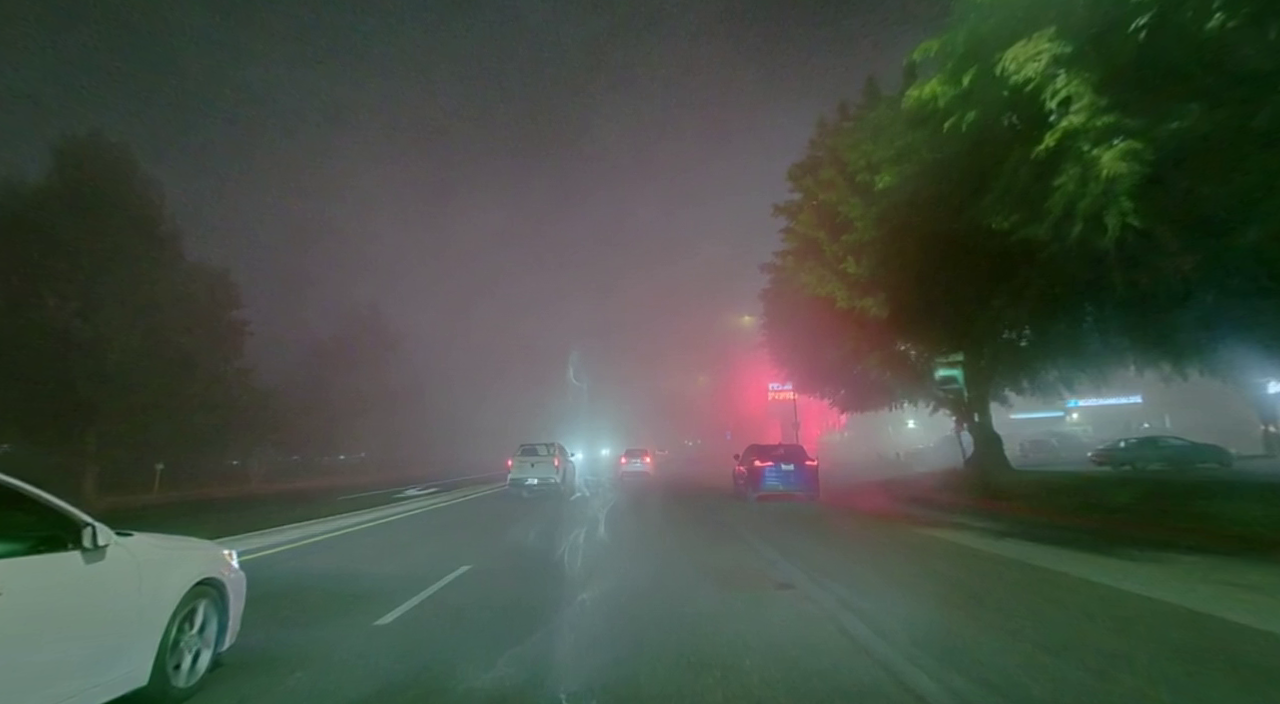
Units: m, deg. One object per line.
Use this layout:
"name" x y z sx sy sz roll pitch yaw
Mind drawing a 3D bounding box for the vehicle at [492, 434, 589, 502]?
"vehicle" -2.874 3.477 19.347 2.193 1.788 4.603 0 -8 0

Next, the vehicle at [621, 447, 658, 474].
"vehicle" -0.030 6.343 36.951 2.069 1.445 3.965 0 -8 0

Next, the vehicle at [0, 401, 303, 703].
"vehicle" -2.933 0.782 1.179 1.956 1.460 4.802 0 -8 0

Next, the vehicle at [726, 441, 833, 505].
"vehicle" 3.613 3.210 17.202 1.904 1.490 4.299 0 -8 -1

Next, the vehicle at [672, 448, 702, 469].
"vehicle" 3.595 8.186 48.742 1.986 1.494 4.142 0 -8 -1

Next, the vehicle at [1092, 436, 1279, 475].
"vehicle" 19.797 3.792 23.067 4.938 1.368 1.842 -1 -9 4
